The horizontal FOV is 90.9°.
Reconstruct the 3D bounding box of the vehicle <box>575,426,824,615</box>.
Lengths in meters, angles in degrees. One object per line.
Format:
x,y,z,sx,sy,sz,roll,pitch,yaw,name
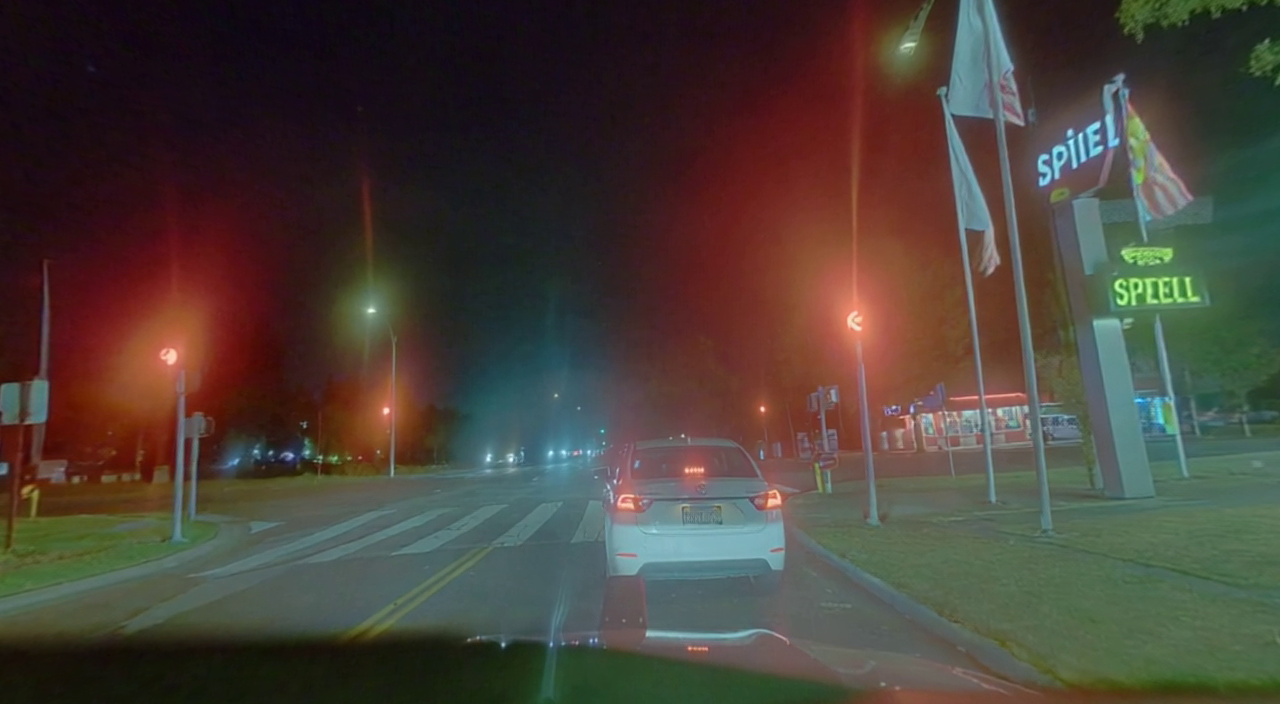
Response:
0.385,1.621,6.905,1.985,1.463,3.647,0,-9,-3,vehicle

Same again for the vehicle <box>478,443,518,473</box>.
-9.998,7.498,44.749,2.212,1.948,4.537,0,-9,-5,vehicle
